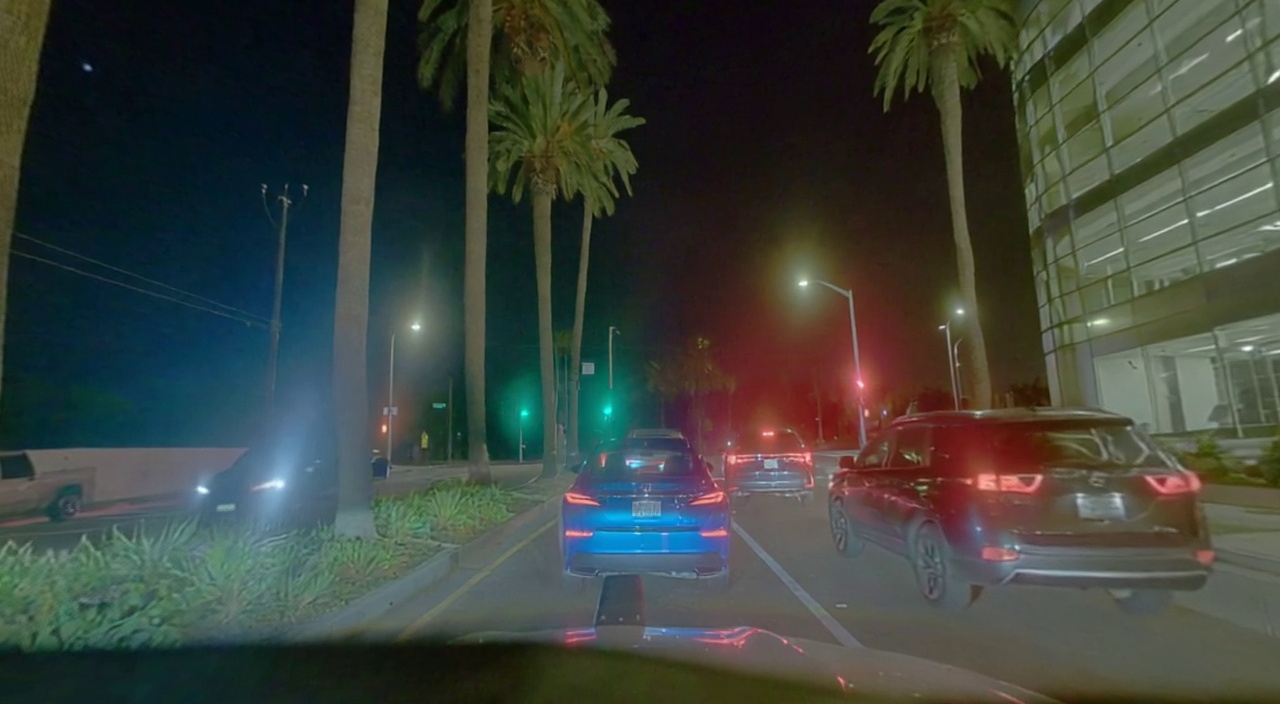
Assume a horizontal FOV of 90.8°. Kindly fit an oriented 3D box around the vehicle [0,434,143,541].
[{"bbox_3d":[-13.050,2.717,12.290,2.240,1.964,5.707,-6,-8,0],"label":"vehicle"}]

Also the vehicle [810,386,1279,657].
[{"bbox_3d":[3.301,1.413,6.312,2.003,1.733,4.319,0,-8,0],"label":"vehicle"}]

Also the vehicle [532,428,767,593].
[{"bbox_3d":[0.125,1.721,7.705,2.088,1.452,3.993,0,-8,1],"label":"vehicle"}]

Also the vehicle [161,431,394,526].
[{"bbox_3d":[-7.423,2.598,13.571,2.053,1.693,4.198,-2,-9,9],"label":"vehicle"}]
